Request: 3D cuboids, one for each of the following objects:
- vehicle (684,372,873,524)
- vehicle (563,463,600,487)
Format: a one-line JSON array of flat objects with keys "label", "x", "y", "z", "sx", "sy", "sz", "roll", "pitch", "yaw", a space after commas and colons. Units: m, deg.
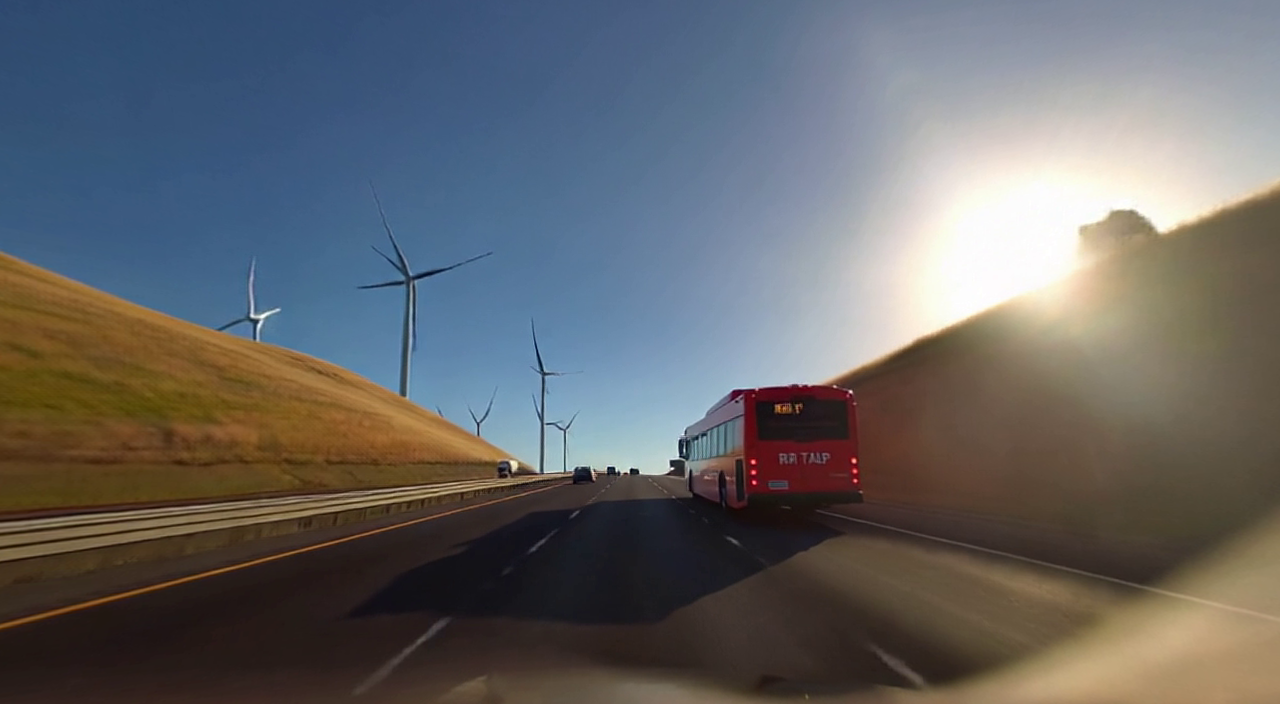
[{"label": "vehicle", "x": 3.785, "y": 3.591, "z": 22.256, "sx": 2.941, "sy": 3.574, "sz": 14.463, "roll": 1, "pitch": -10, "yaw": -2}, {"label": "vehicle", "x": -4.035, "y": 8.633, "z": 44.251, "sx": 2.213, "sy": 1.568, "sz": 4.274, "roll": 1, "pitch": -10, "yaw": -1}]
